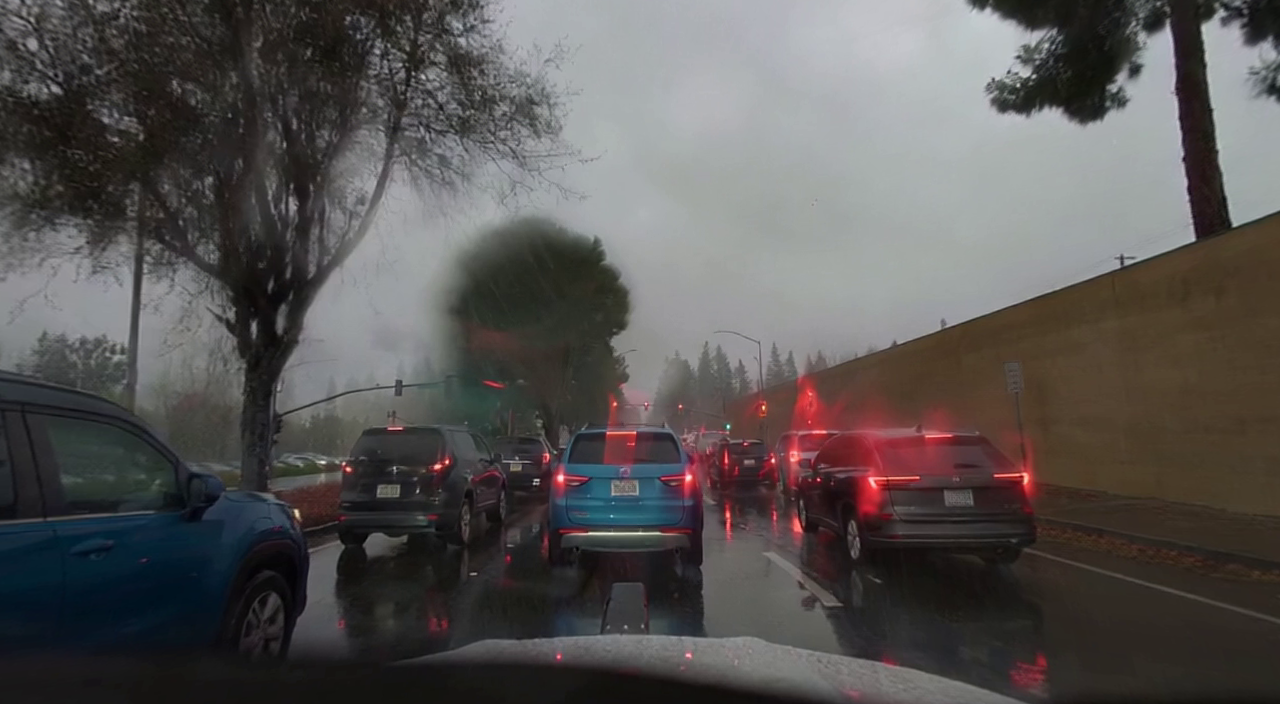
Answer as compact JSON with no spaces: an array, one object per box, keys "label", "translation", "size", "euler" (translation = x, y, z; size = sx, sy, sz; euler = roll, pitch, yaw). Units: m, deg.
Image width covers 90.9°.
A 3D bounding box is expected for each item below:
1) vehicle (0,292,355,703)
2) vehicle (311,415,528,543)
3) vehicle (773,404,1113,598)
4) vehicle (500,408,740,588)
[{"label":"vehicle","translation":[-3.511,0.833,3.117],"size":[2.070,1.913,4.450],"euler":[0,-8,0]},{"label":"vehicle","translation":[-3.487,2.108,11.138],"size":[2.067,1.759,4.631],"euler":[0,-8,1]},{"label":"vehicle","translation":[3.145,1.632,7.793],"size":[2.029,1.702,4.281],"euler":[0,-8,0]},{"label":"vehicle","translation":[-0.157,1.657,7.947],"size":[2.245,1.677,3.913],"euler":[0,-8,1]}]
